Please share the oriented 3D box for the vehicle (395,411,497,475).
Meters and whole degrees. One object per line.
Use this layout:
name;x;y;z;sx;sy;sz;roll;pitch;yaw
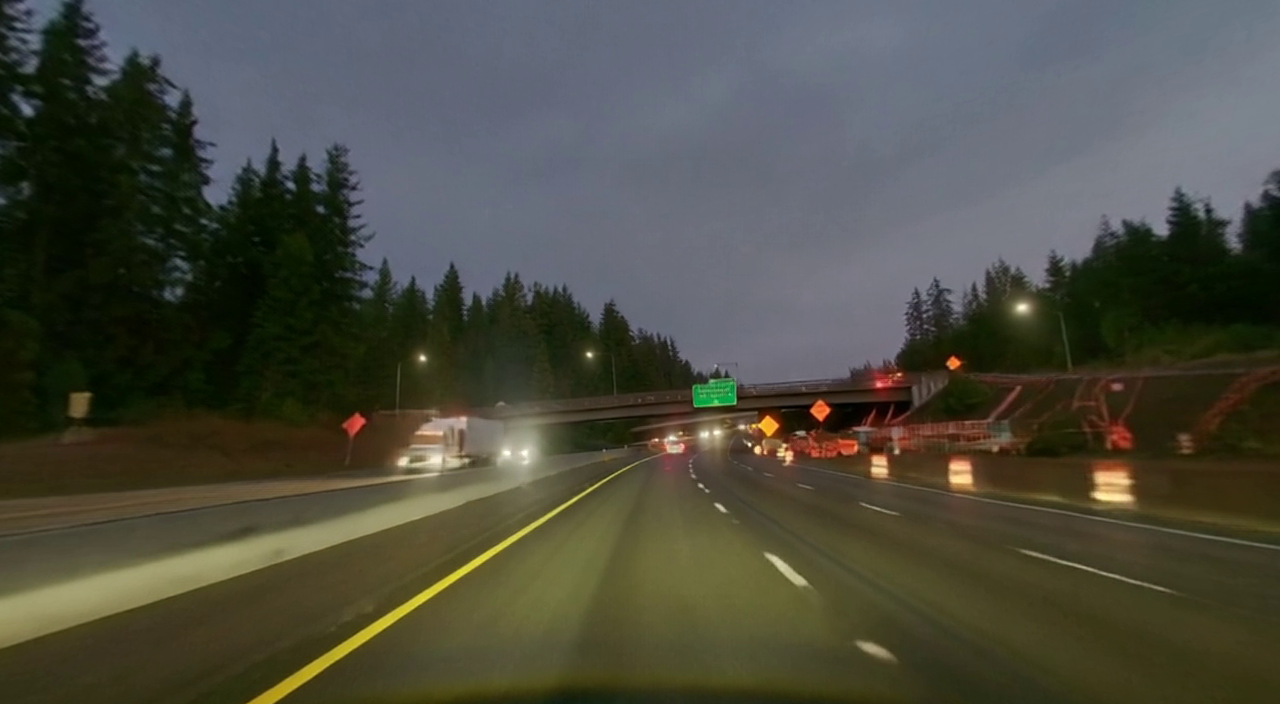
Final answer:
vehicle;-12.117;5.848;40.635;3.010;3.577;9.124;-1;-8;4
